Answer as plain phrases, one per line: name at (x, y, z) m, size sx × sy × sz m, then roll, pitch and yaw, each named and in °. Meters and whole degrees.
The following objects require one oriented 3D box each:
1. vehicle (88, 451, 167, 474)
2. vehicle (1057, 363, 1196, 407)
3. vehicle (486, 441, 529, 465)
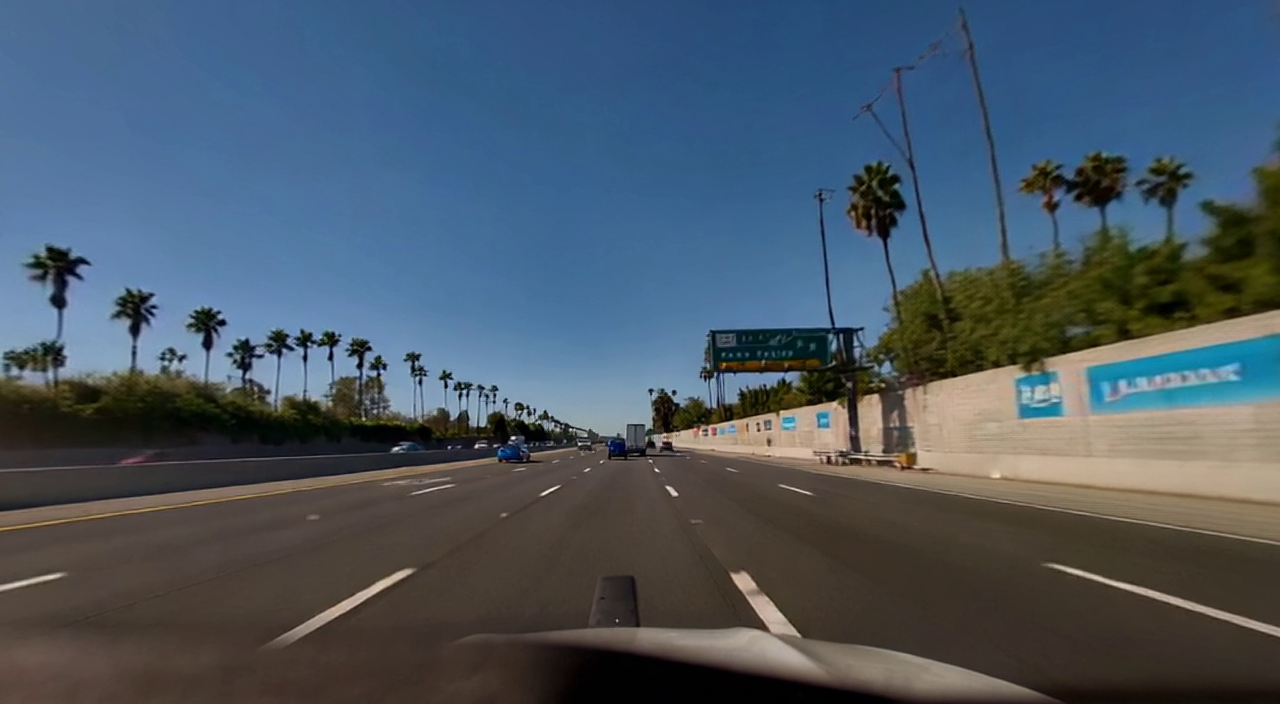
vehicle at (-37.027, 7.953, 45.776) m, size 1.879 × 1.522 × 4.624 m, roll 0°, pitch -8°, yaw -1°
vehicle at (17.352, 1.203, 22.631) m, size 3.539 × 1.395 × 1.688 m, roll 0°, pitch -9°, yaw -1°
vehicle at (-8.890, 6.807, 42.769) m, size 1.971 × 1.552 × 4.465 m, roll 0°, pitch -8°, yaw -1°
